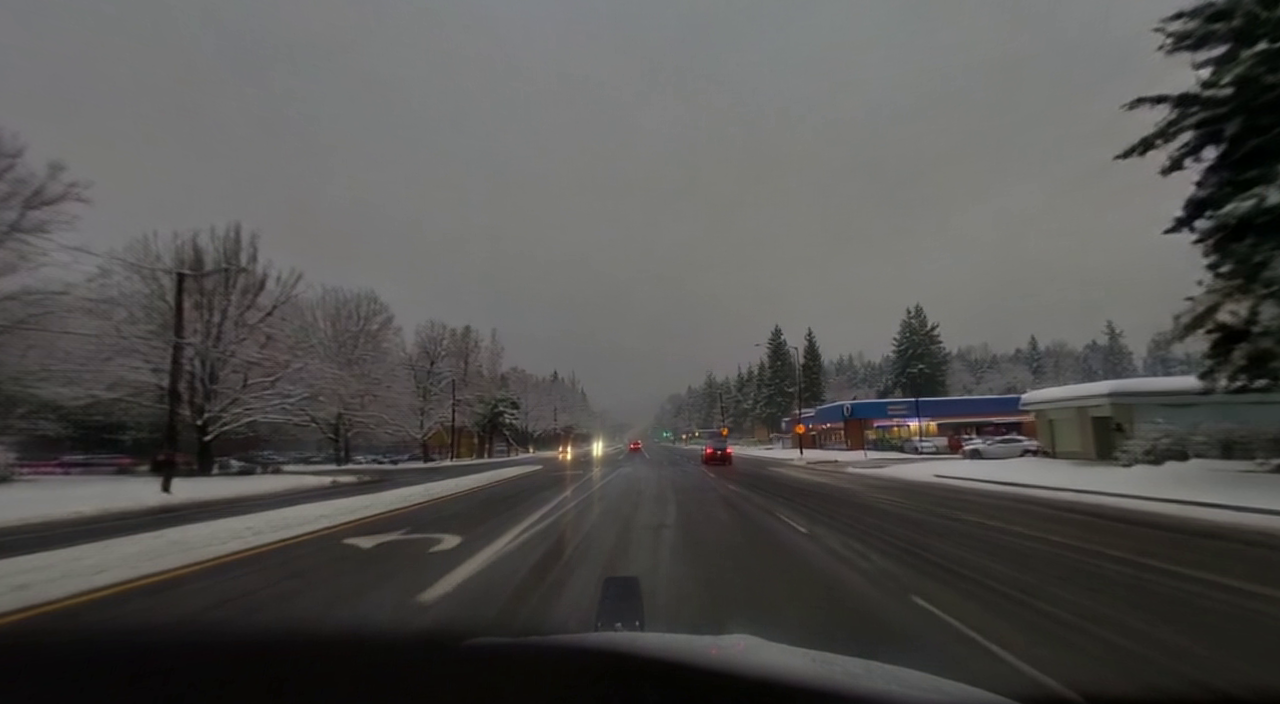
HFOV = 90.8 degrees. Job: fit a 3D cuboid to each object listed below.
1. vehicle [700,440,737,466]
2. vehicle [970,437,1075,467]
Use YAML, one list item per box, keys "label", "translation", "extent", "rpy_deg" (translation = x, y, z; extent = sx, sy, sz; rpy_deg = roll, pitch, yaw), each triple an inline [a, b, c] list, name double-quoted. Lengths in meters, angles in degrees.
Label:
- label: "vehicle"
  translation: [5.243, 6.785, 42.645]
  extent: [1.957, 1.643, 4.226]
  rpy_deg: [0, -9, 0]
- label: "vehicle"
  translation: [23.166, 6.095, 38.486]
  extent: [2.086, 1.730, 4.913]
  rpy_deg: [6, -11, -34]
